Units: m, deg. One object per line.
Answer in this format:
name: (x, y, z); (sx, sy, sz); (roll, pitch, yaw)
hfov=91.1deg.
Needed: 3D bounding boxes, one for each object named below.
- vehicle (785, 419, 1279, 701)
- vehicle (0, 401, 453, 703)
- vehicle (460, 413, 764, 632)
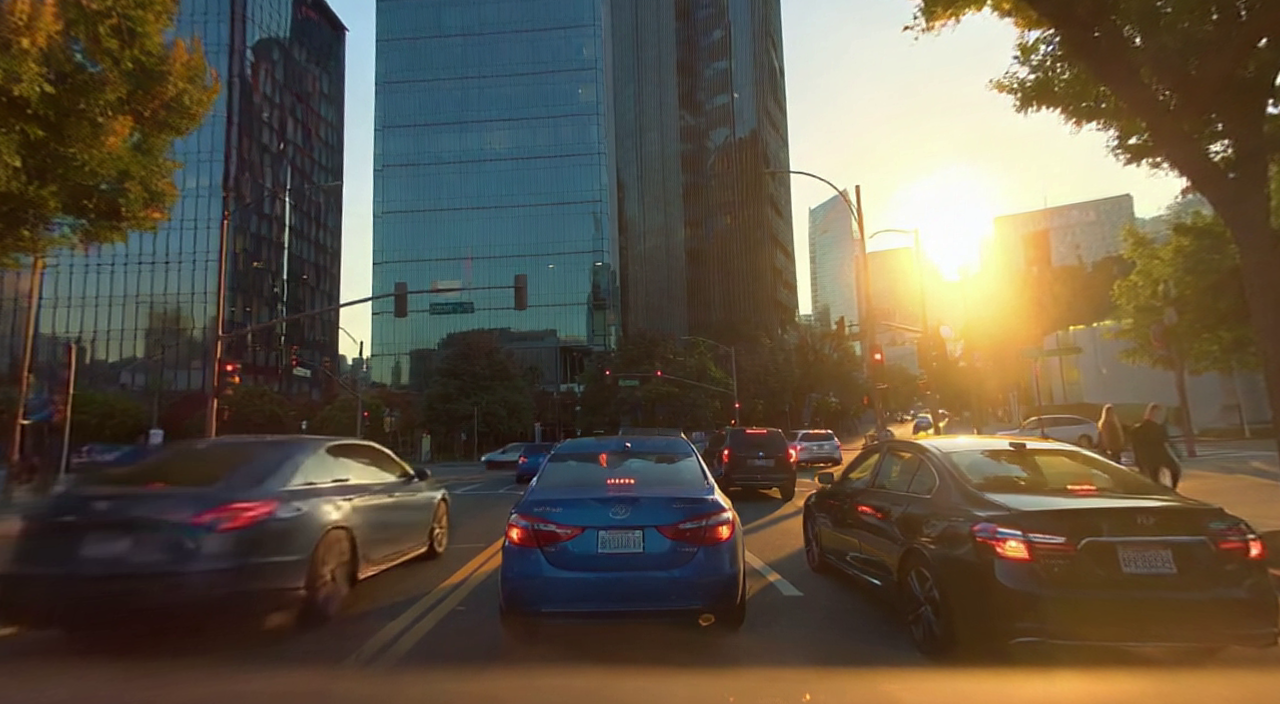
vehicle: (2.749, 1.399, 5.445); (1.952, 1.464, 4.165); (0, -8, -1)
vehicle: (-3.277, 1.311, 5.227); (2.068, 1.513, 4.221); (0, -8, 1)
vehicle: (-0.268, 1.465, 6.407); (2.072, 1.476, 4.078); (0, -8, -2)
